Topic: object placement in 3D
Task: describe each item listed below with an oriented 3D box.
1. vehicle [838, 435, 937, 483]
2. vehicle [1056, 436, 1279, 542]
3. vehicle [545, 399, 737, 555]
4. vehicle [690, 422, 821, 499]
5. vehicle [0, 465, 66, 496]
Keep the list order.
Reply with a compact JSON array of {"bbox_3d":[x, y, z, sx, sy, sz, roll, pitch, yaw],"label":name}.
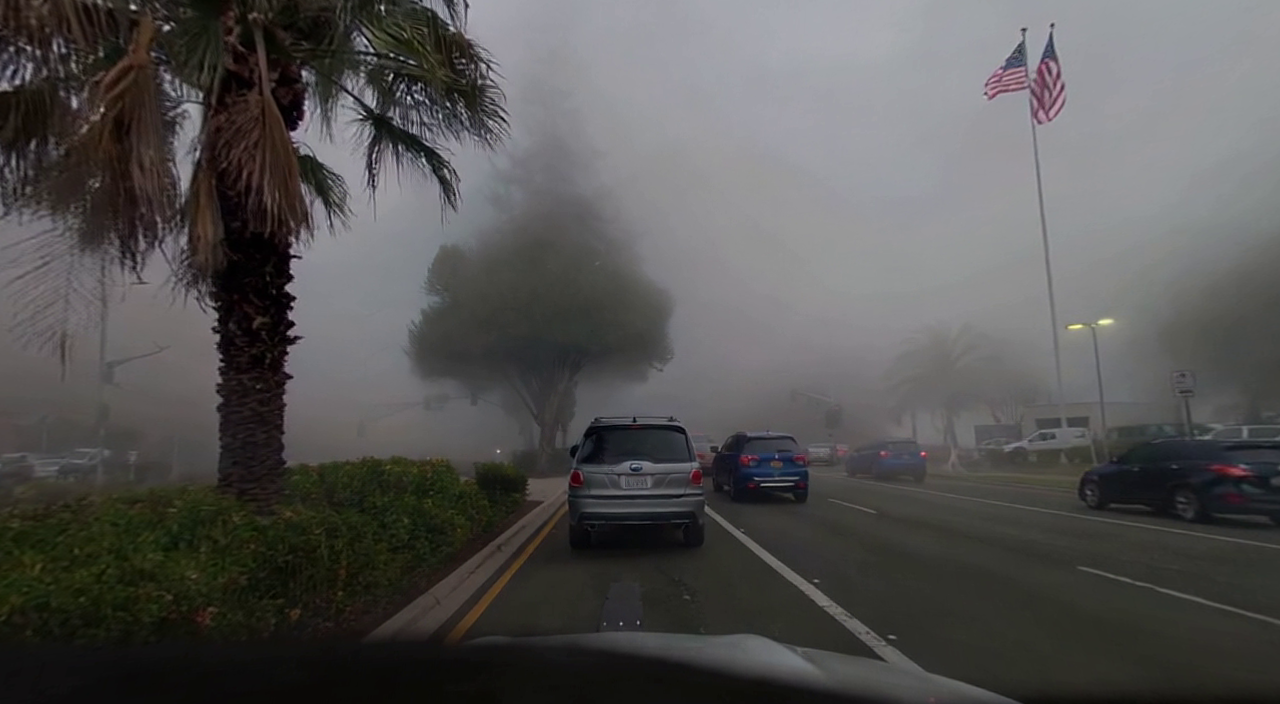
[{"bbox_3d":[10.088,4.389,26.181,2.155,1.779,4.582,0,-9,-1],"label":"vehicle"},{"bbox_3d":[9.801,2.278,11.200,1.967,1.485,4.267,0,-9,1],"label":"vehicle"},{"bbox_3d":[-0.027,1.908,10.260,2.402,1.938,4.535,0,-9,-1],"label":"vehicle"},{"bbox_3d":[3.299,3.331,19.814,2.773,2.021,6.212,0,-9,-1],"label":"vehicle"},{"bbox_3d":[-45.875,9.223,45.503,6.410,2.078,2.584,0,-9,0],"label":"vehicle"}]
